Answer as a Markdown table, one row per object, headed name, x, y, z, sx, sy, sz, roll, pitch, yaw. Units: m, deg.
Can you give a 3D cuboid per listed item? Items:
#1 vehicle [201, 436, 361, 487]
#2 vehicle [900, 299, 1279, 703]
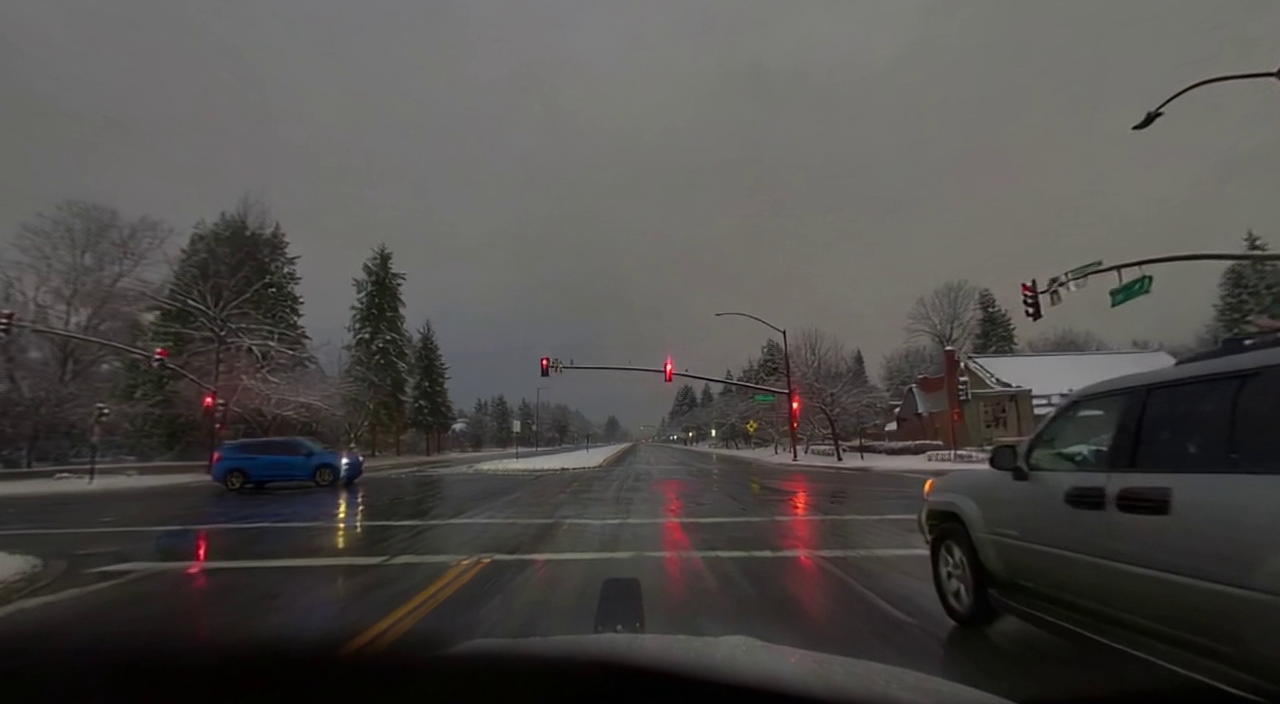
| name | x | y | z | sx | sy | sz | roll | pitch | yaw |
| --- | --- | --- | --- | --- | --- | --- | --- | --- | --- |
| vehicle | -12.789 | 3.921 | 22.889 | 4.737 | 1.659 | 2.042 | 4 | -10 | -26 |
| vehicle | 3.450 | 0.818 | 3.022 | 2.229 | 1.795 | 4.927 | 0 | -9 | -1 |
